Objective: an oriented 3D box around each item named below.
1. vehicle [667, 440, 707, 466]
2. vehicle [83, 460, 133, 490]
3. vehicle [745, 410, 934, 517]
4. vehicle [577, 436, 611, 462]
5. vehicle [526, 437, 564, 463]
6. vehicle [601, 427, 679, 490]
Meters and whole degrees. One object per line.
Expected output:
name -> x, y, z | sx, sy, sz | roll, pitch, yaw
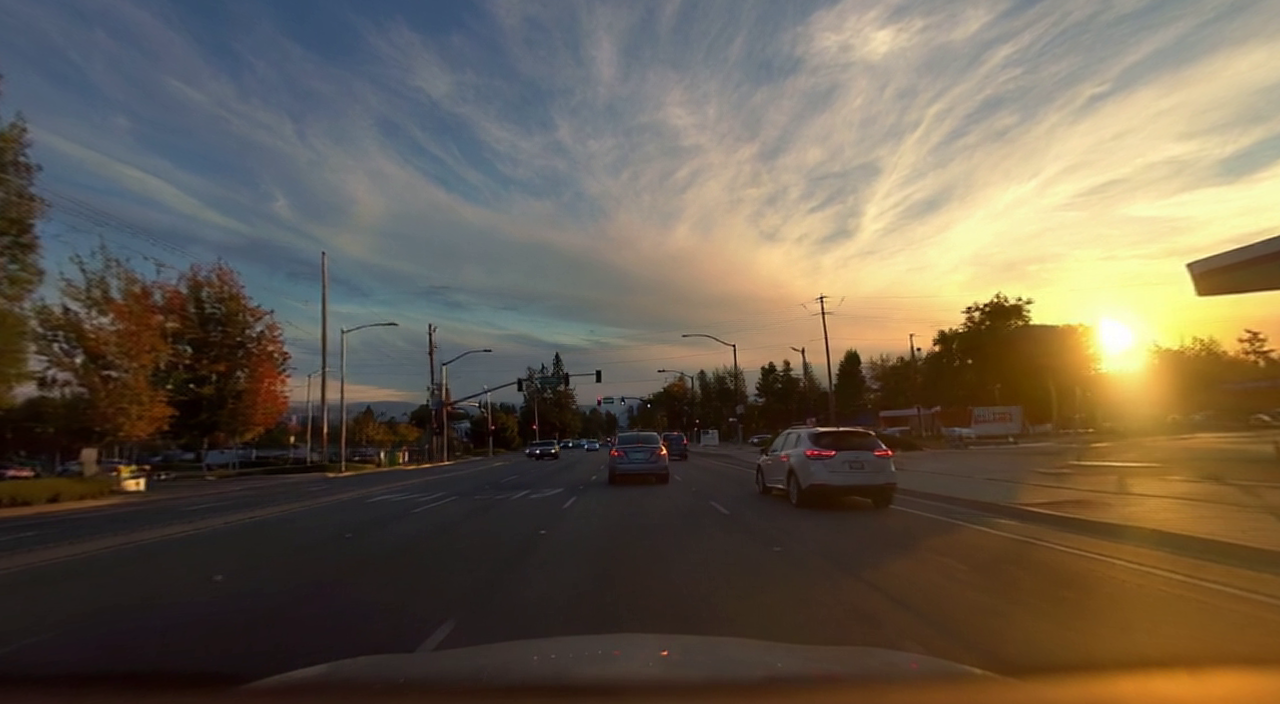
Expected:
vehicle -> 2.555, 5.577, 34.910 | 1.822, 1.331, 3.583 | 0, -8, -2
vehicle -> -30.651, 7.031, 36.414 | 1.948, 1.452, 4.370 | 7, -11, -39
vehicle -> 3.811, 2.254, 13.294 | 2.116, 1.791, 5.006 | 0, -8, -3
vehicle -> -3.269, 6.915, 45.294 | 2.155, 1.745, 4.248 | 0, -8, 0
vehicle -> -6.656, 6.902, 44.665 | 1.994, 1.695, 4.471 | 0, -8, 0
vehicle -> -0.082, 3.239, 19.527 | 2.164, 1.718, 3.881 | 0, -8, -2
